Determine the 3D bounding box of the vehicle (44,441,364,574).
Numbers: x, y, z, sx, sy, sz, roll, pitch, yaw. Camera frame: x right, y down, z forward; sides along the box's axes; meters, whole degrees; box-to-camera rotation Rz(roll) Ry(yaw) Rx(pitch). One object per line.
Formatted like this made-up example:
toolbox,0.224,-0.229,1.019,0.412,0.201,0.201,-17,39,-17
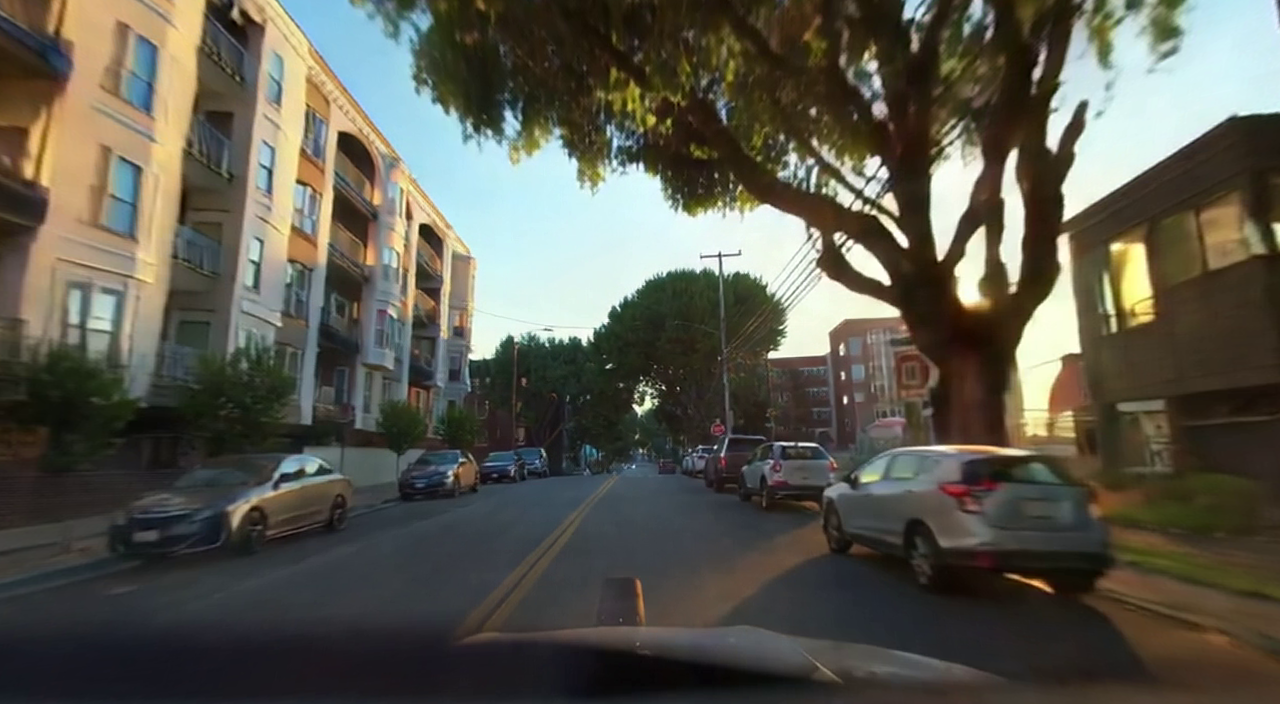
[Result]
vehicle,-6.456,2.291,10.197,2.100,1.640,4.341,0,-9,-1

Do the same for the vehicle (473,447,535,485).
vehicle,-6.477,5.461,30.574,2.069,1.647,4.359,-1,-9,0

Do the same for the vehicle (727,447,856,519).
vehicle,3.506,3.100,15.619,1.925,1.489,4.655,0,-9,-2

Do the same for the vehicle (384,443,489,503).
vehicle,-6.456,3.861,20.600,1.947,1.707,4.352,0,-9,0

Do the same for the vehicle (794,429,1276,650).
vehicle,3.372,1.677,6.953,1.948,1.502,5.013,0,-9,-2
